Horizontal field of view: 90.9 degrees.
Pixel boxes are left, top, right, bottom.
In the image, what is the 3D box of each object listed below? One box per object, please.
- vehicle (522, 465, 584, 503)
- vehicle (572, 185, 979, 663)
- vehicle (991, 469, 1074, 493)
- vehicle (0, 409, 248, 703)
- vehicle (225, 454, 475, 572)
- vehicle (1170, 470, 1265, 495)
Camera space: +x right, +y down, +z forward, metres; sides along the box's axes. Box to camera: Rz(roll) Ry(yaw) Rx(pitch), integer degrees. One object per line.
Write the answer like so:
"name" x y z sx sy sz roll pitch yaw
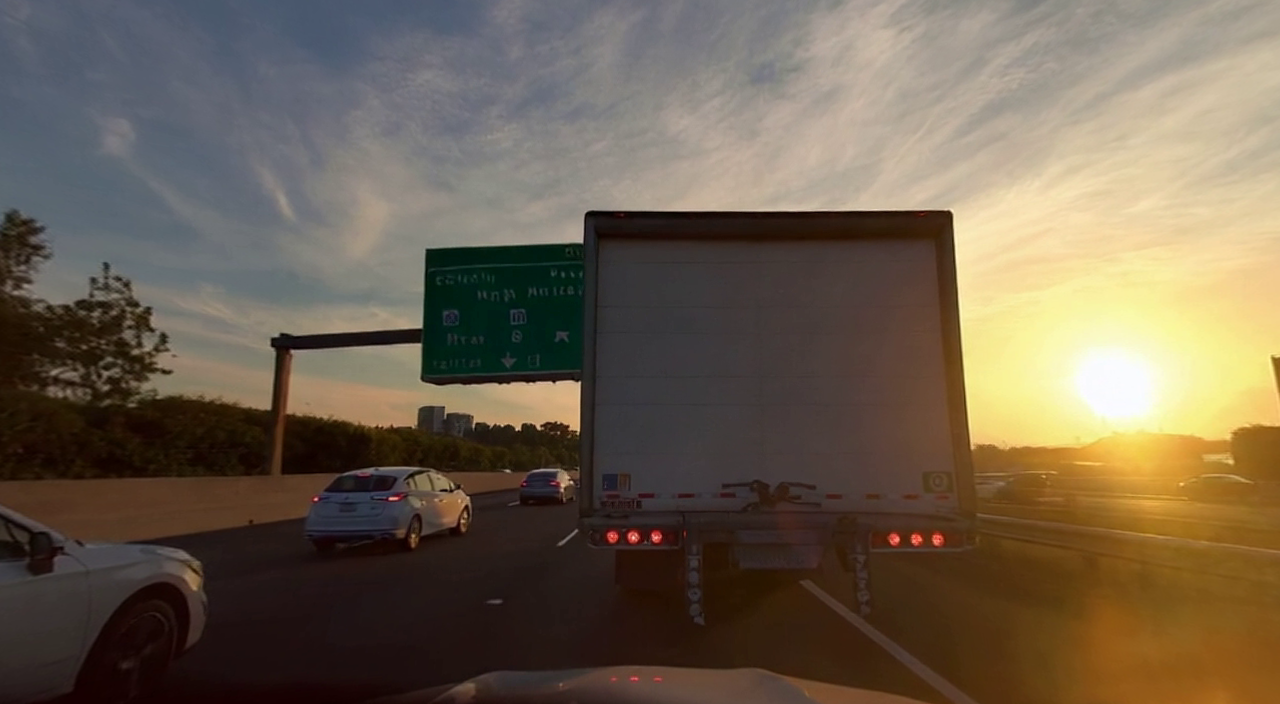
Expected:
"vehicle" -3.687 5.698 27.405 1.964 1.482 4.371 0 -11 1
"vehicle" 0.927 1.214 8.977 2.831 3.529 8.689 1 -11 0
"vehicle" 25.917 8.548 41.758 4.299 1.465 1.807 -4 -11 22
"vehicle" -3.467 0.804 1.486 1.983 1.509 4.679 0 -11 1
"vehicle" -4.295 2.471 10.313 1.946 1.469 4.431 1 -11 0
"vehicle" 36.246 8.190 39.607 3.974 1.485 1.709 -1 -11 7
